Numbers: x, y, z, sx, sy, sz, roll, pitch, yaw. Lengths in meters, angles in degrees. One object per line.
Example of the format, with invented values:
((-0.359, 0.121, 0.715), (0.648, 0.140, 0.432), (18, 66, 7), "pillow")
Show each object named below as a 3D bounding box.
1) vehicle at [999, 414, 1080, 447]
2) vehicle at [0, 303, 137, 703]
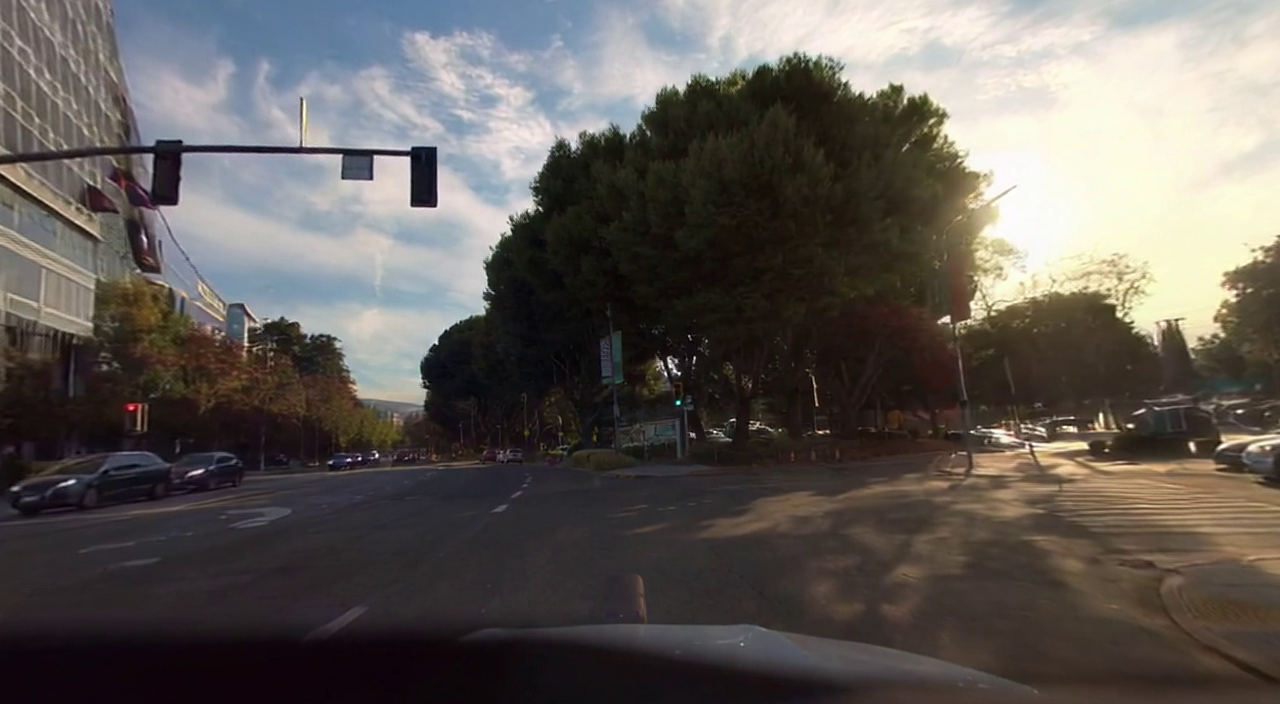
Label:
((24.741, 4.910, 39.092), (4.523, 1.908, 1.930), (4, -9, -25), "vehicle")
((-3.514, 0.423, 0.391), (2.134, 1.799, 5.082), (0, -9, 1), "vehicle")
